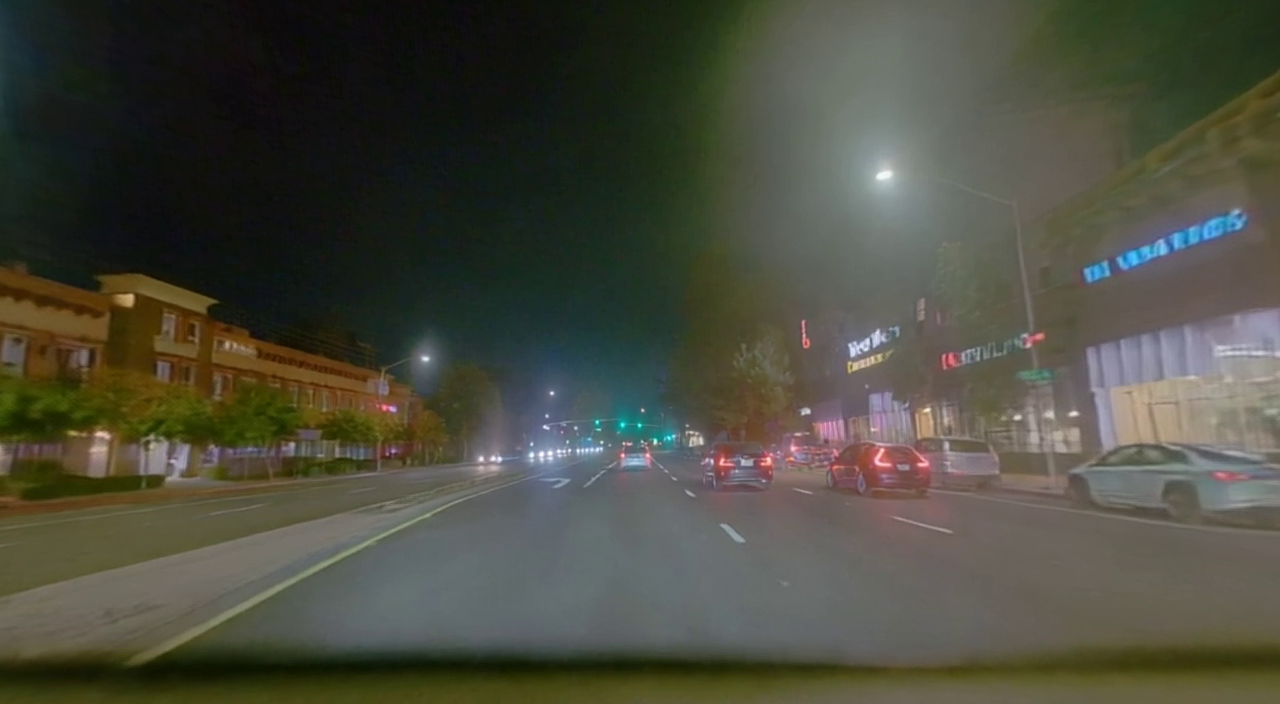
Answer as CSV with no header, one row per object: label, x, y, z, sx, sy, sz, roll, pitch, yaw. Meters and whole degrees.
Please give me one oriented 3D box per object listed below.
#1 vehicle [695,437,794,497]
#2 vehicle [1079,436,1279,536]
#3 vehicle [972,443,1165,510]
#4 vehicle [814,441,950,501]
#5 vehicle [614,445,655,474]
vehicle,2.942,3.377,18.935,2.072,1.545,4.578,0,-8,-1
vehicle,10.599,2.342,11.712,2.000,1.514,3.811,0,-8,-4
vehicle,10.479,3.040,15.961,1.763,1.430,4.427,0,-8,0
vehicle,6.619,3.283,17.902,1.952,1.449,4.544,0,-8,-2
vehicle,-0.295,5.700,33.818,2.052,1.461,4.324,0,-8,-1
